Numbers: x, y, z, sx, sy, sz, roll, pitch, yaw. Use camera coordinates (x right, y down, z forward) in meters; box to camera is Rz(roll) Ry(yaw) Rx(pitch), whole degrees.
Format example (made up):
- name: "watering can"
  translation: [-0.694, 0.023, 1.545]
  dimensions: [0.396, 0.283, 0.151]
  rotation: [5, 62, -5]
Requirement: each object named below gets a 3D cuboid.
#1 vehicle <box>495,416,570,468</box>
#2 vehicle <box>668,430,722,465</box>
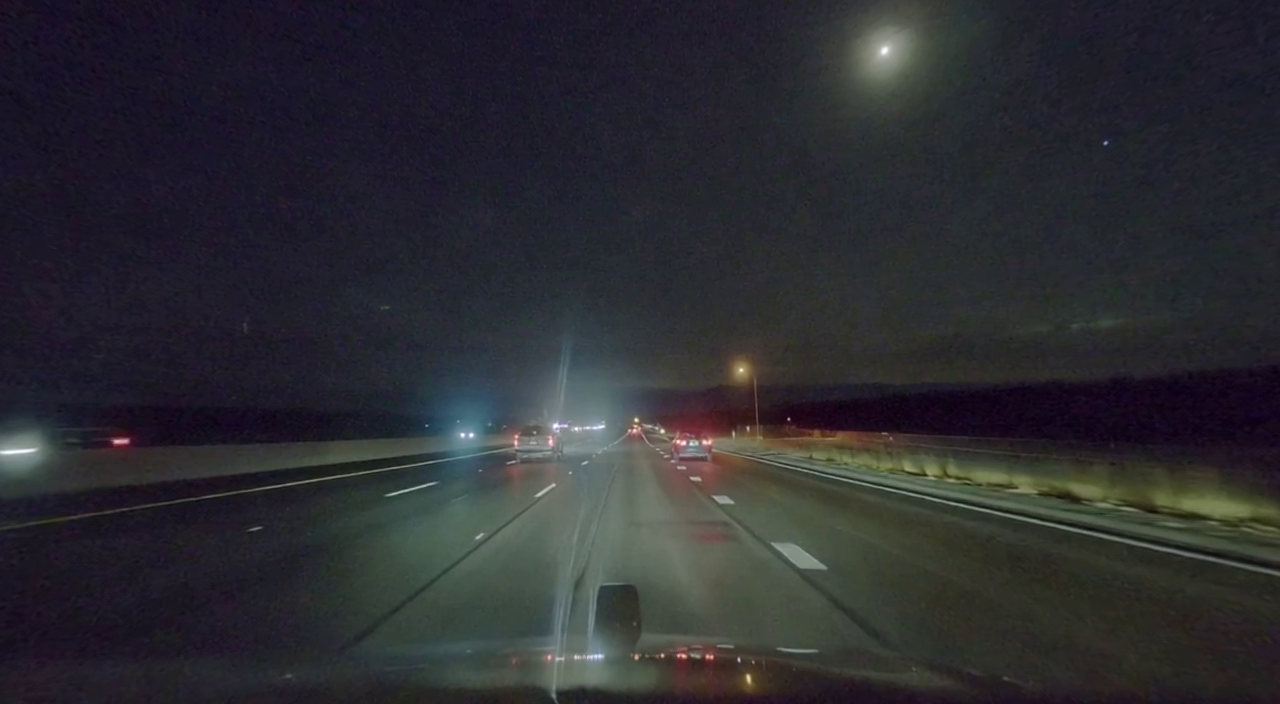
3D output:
- name: "vehicle"
  translation: [-4.286, 3.700, 25.992]
  dimensions: [2.251, 1.938, 4.708]
  rotation: [0, -8, 0]
- name: "vehicle"
  translation: [2.439, 4.354, 28.836]
  dimensions: [1.948, 1.470, 3.913]
  rotation: [0, -8, -3]
